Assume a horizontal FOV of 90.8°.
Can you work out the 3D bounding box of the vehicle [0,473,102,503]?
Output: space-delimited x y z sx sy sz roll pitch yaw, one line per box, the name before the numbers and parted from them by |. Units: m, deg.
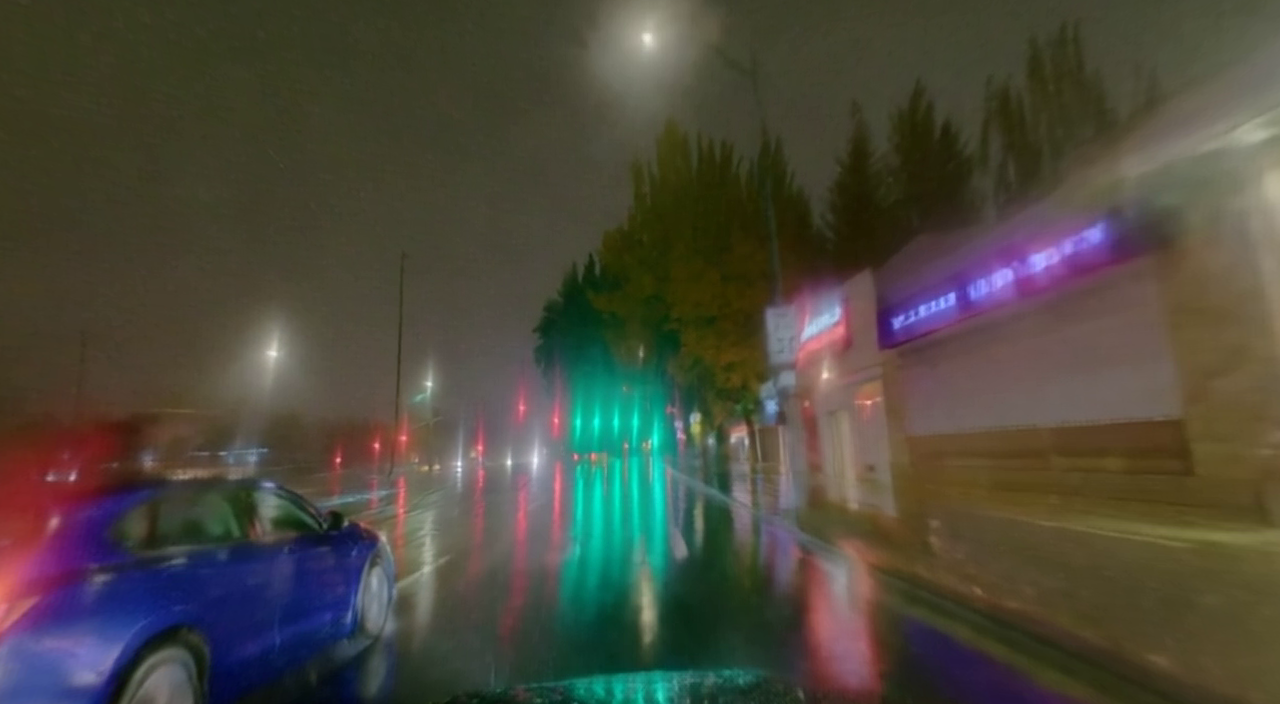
vehicle | -34.133 7.792 36.208 4.614 1.534 2.229 0 -8 2
